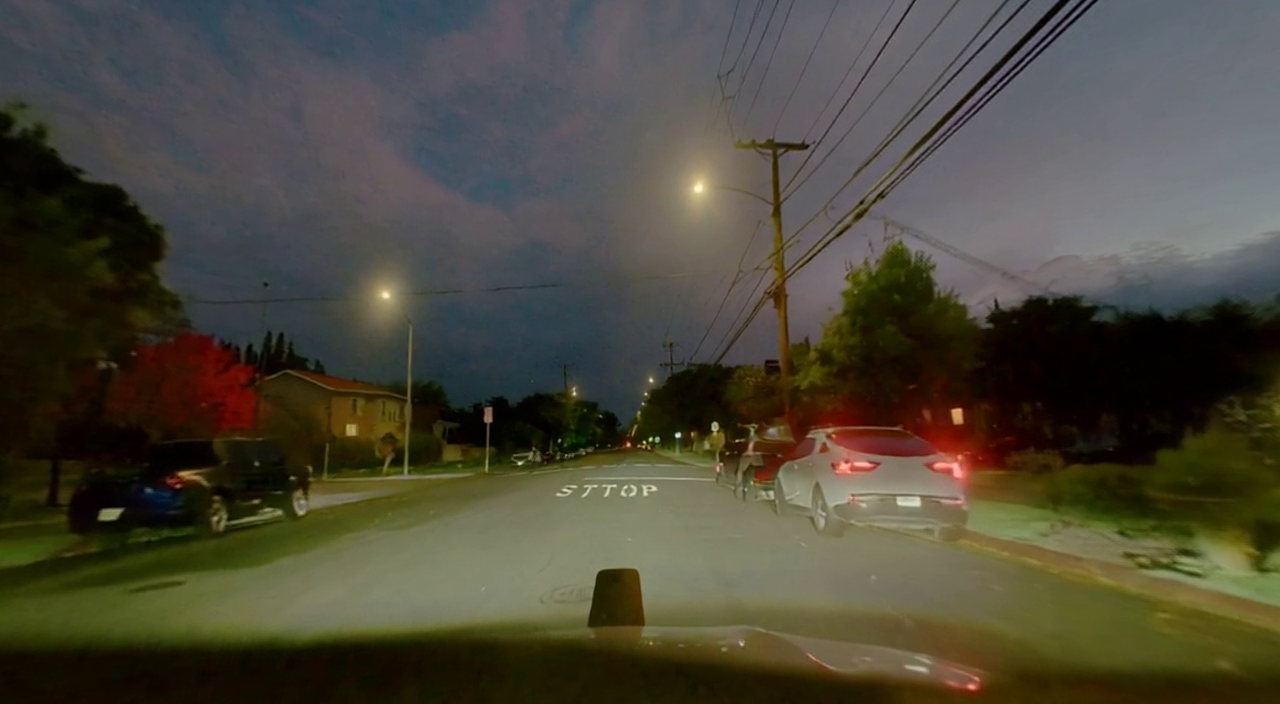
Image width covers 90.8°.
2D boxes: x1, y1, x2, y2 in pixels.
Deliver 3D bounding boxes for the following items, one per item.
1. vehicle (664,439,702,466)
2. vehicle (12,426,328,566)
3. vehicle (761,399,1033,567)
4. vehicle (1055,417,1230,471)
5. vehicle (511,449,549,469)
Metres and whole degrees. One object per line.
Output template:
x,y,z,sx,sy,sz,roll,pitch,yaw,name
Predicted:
2.828,6.747,42.451,2.114,1.708,4.474,0,-9,-1,vehicle
-7.281,2.312,10.559,1.980,1.664,4.342,-5,-11,0,vehicle
3.177,1.723,8.988,1.993,1.778,4.311,0,-9,0,vehicle
19.209,3.534,24.367,4.826,1.933,2.166,1,-8,1,vehicle
-7.501,7.357,43.563,1.926,1.307,3.909,0,-9,0,vehicle
